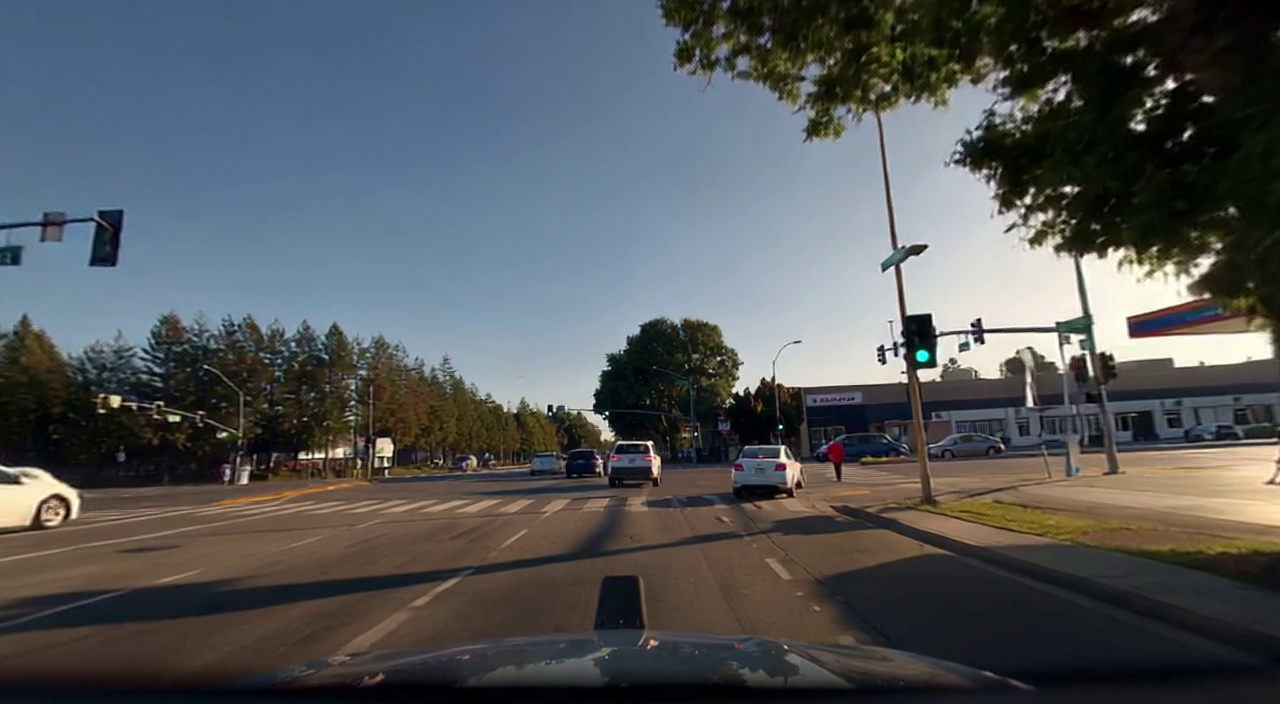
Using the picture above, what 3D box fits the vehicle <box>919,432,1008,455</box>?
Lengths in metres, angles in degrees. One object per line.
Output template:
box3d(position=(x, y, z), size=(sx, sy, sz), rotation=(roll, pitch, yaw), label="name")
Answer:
box3d(position=(20.726, 5.875, 40.602), size=(4.700, 1.417, 1.789), rotation=(0, -8, 2), label="vehicle")

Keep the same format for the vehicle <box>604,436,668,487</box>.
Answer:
box3d(position=(-0.083, 4.111, 24.060), size=(2.210, 1.722, 4.215), rotation=(0, -8, 2), label="vehicle")

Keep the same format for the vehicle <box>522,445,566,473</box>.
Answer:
box3d(position=(-6.129, 6.882, 40.783), size=(2.018, 1.692, 4.226), rotation=(-1, -8, 2), label="vehicle")

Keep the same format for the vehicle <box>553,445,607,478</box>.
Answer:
box3d(position=(-2.855, 5.333, 30.998), size=(2.003, 1.492, 4.291), rotation=(-1, -8, 3), label="vehicle")

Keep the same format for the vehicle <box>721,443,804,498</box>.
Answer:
box3d(position=(3.882, 3.540, 19.437), size=(1.976, 1.462, 4.342), rotation=(-3, -9, 18), label="vehicle")

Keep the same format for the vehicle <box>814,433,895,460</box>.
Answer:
box3d(position=(13.845, 6.109, 40.883), size=(4.524, 1.681, 1.823), rotation=(0, -8, -1), label="vehicle")
